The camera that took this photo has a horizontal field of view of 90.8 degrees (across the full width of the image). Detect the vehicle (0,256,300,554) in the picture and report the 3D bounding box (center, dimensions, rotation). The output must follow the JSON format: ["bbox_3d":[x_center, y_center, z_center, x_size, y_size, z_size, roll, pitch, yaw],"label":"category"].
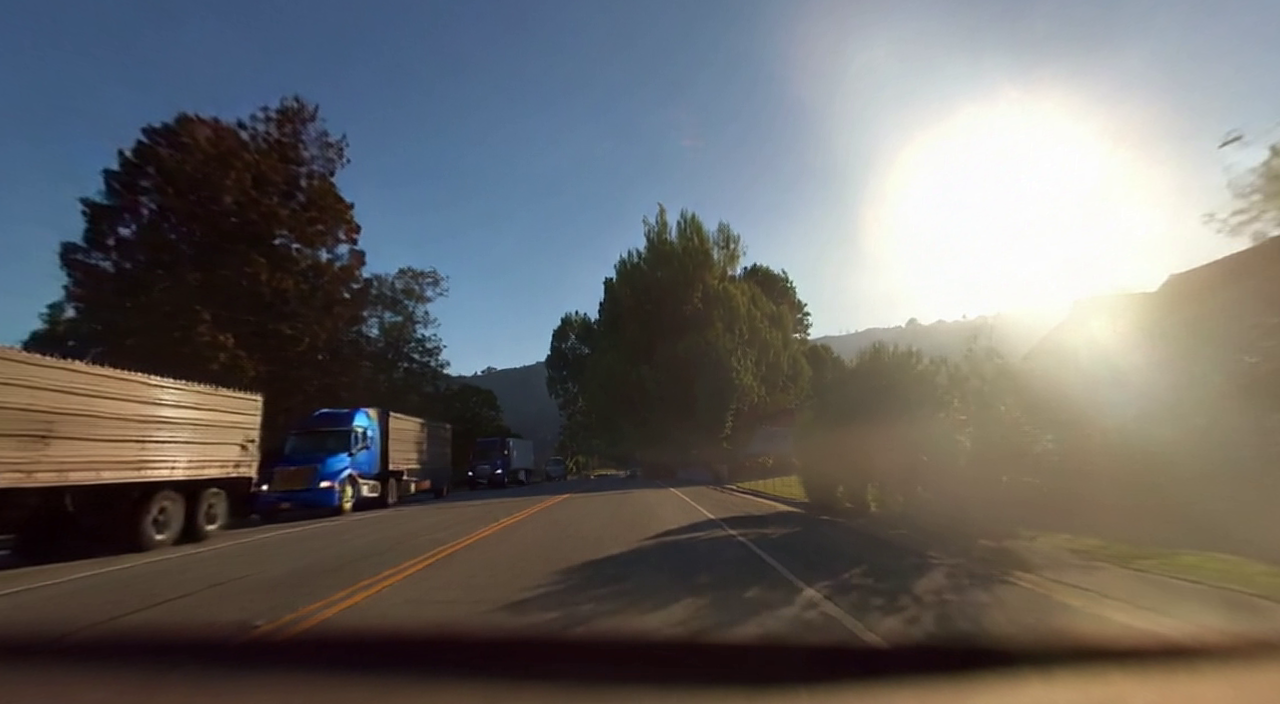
[{"bbox_3d":[-9.604,1.098,8.226,5.596,3.130,8.972,-4,-12,-2],"label":"vehicle"}]

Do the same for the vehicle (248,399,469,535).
[{"bbox_3d":[-8.330,3.403,20.637,2.788,3.365,9.652,0,-6,0],"label":"vehicle"}]

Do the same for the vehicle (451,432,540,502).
[{"bbox_3d":[-8.437,6.717,38.450,2.905,3.359,10.168,0,-6,1],"label":"vehicle"}]
